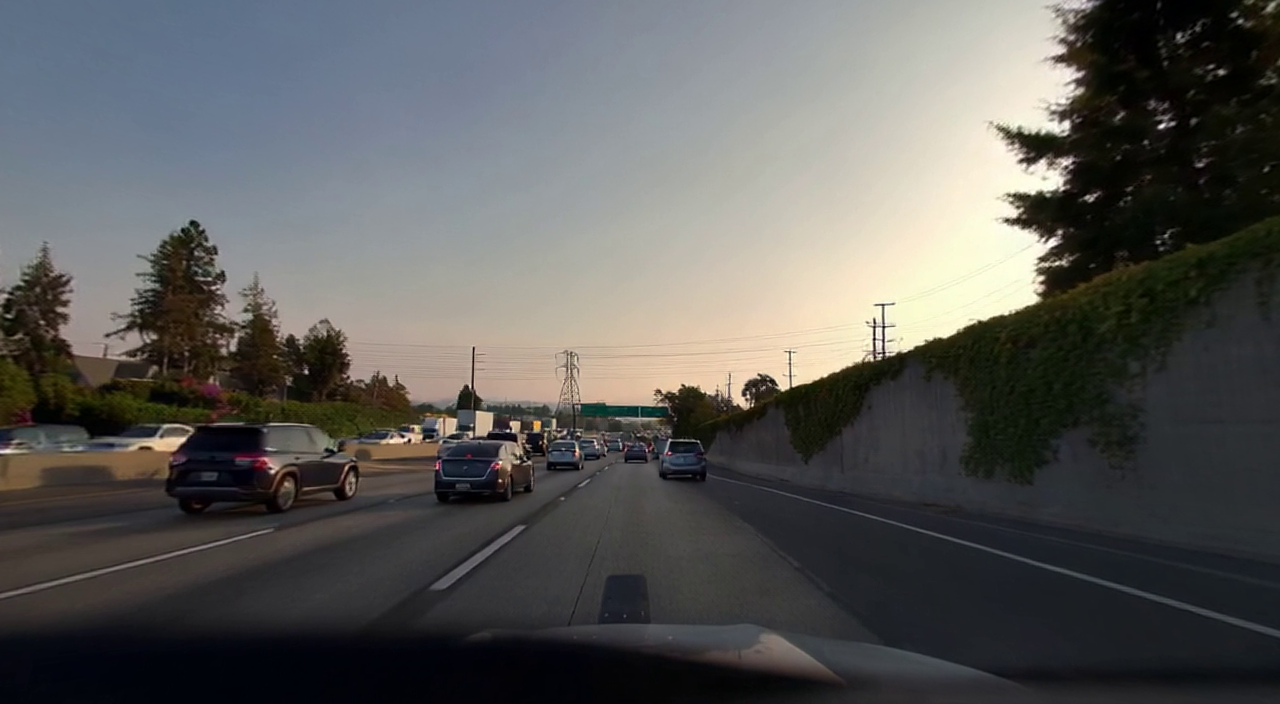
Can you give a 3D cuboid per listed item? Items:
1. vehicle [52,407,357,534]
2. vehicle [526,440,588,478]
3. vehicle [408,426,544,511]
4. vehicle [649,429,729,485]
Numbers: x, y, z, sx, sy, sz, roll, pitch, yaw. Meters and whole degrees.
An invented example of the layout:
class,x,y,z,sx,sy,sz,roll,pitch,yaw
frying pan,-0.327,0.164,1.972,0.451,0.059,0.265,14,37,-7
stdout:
class,x,y,z,sx,sy,sz,roll,pitch,yaw
vehicle,-7.391,2.070,11.552,2.222,1.825,4.640,0,-9,0
vehicle,-3.605,4.775,28.320,2.049,1.530,4.707,0,-9,1
vehicle,-3.694,2.722,15.161,2.026,1.719,4.490,0,-9,0
vehicle,1.951,4.484,27.315,2.793,2.132,5.682,0,-9,-2
